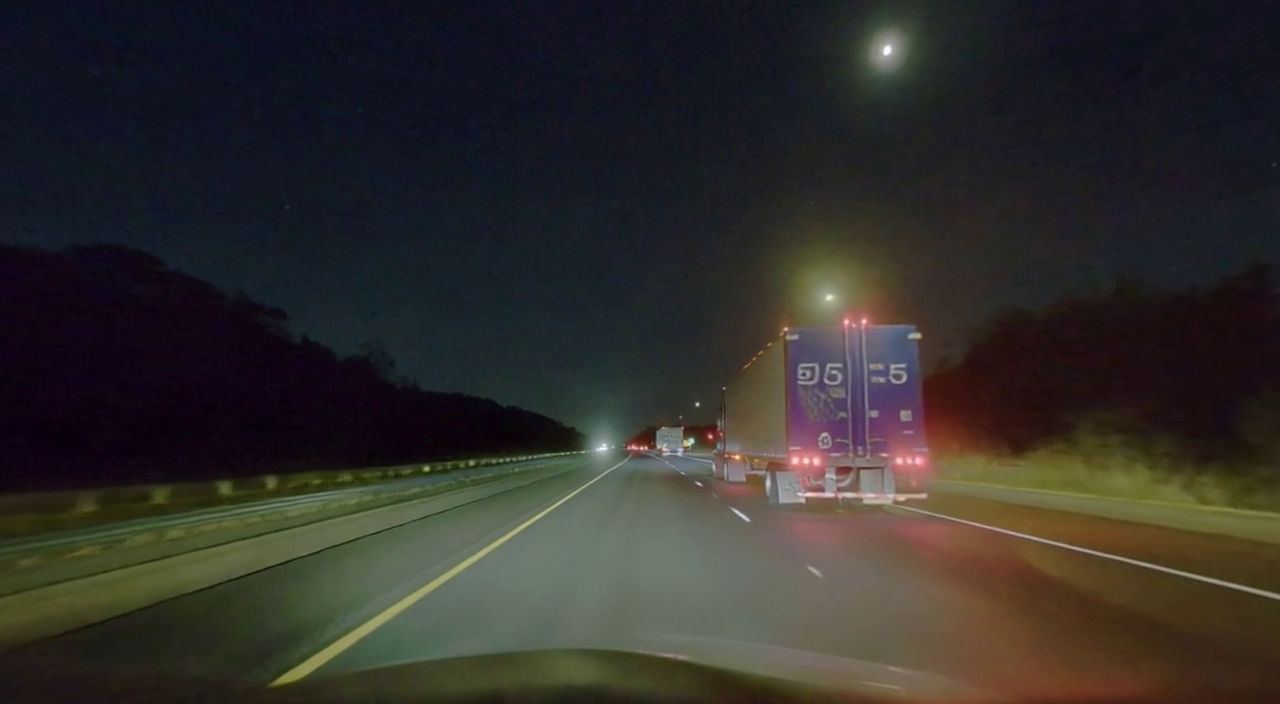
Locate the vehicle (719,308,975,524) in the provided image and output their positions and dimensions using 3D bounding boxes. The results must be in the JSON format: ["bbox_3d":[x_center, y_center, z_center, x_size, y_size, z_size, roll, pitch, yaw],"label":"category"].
[{"bbox_3d":[4.173,1.850,15.999,3.107,3.718,10.231,0,-9,1],"label":"vehicle"}]
